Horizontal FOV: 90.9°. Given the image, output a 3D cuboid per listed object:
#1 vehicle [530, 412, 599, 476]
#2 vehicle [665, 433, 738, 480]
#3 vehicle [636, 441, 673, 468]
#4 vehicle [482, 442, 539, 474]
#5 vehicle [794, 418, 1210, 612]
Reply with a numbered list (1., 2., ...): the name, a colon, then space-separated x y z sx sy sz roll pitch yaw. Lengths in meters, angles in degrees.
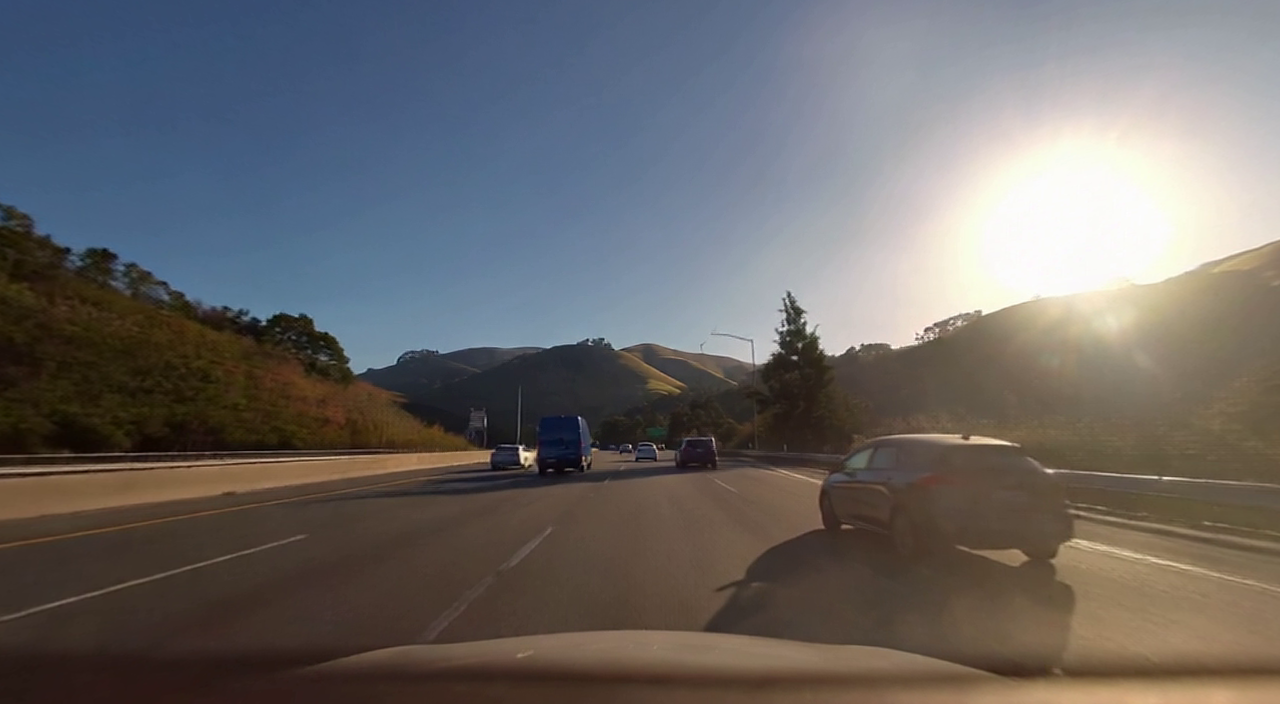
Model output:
1. vehicle: -3.342 4.266 29.245 2.396 2.664 5.735 -1 -8 1
2. vehicle: 2.330 4.126 25.114 2.270 1.660 4.101 0 -8 -3
3. vehicle: 0.795 5.966 36.908 2.054 1.504 3.890 0 -8 0
4. vehicle: -6.631 5.451 32.725 1.964 1.487 4.417 0 -8 1
5. vehicle: 3.395 1.606 7.199 2.050 1.491 4.362 0 -8 -2
